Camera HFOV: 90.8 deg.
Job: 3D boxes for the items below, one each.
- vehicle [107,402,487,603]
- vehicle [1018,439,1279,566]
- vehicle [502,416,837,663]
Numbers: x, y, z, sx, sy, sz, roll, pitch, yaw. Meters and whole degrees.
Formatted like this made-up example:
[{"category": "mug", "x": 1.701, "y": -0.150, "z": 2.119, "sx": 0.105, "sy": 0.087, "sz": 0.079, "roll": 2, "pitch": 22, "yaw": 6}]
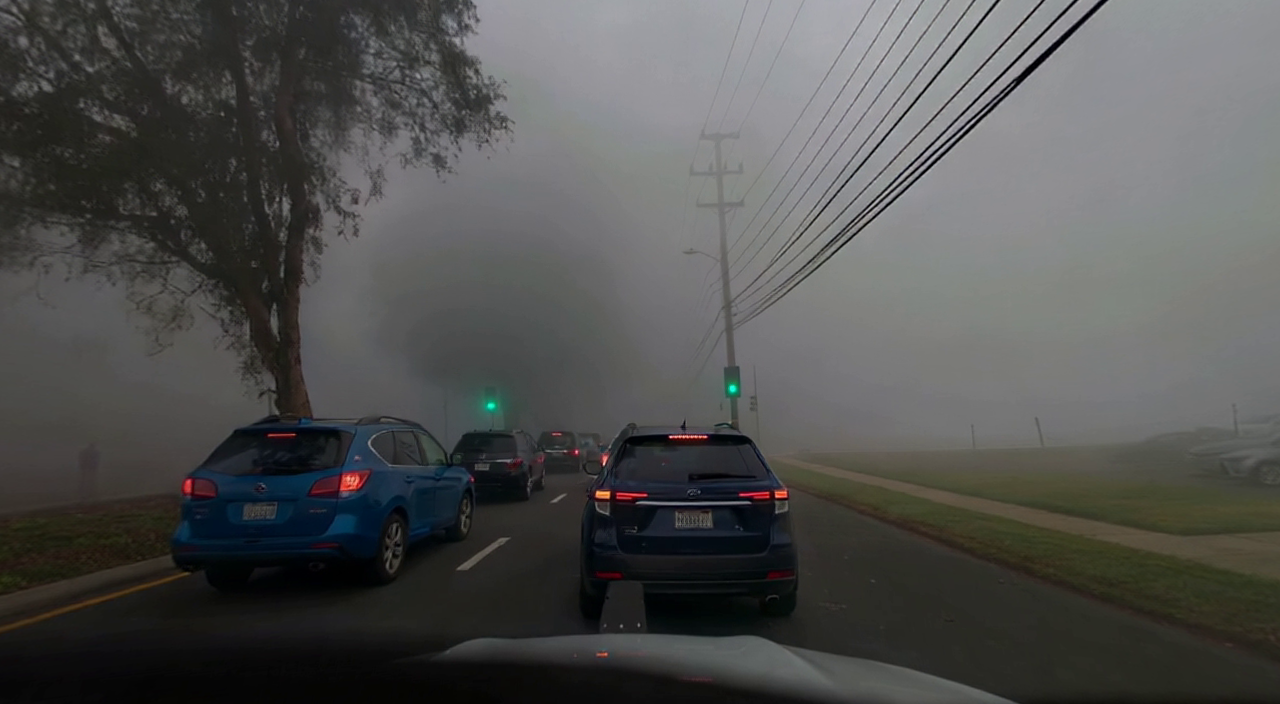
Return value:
[{"category": "vehicle", "x": -3.468, "y": 1.611, "z": 7.633, "sx": 2.105, "sy": 1.706, "sz": 4.337, "roll": 0, "pitch": -9, "yaw": 0}, {"category": "vehicle", "x": 8.387, "y": 2.157, "z": 9.940, "sx": 1.993, "sy": 1.508, "sz": 4.521, "roll": 0, "pitch": -9, "yaw": -1}, {"category": "vehicle", "x": 0.118, "y": 1.446, "z": 5.953, "sx": 2.056, "sy": 1.487, "sz": 4.003, "roll": 0, "pitch": -9, "yaw": -2}]
